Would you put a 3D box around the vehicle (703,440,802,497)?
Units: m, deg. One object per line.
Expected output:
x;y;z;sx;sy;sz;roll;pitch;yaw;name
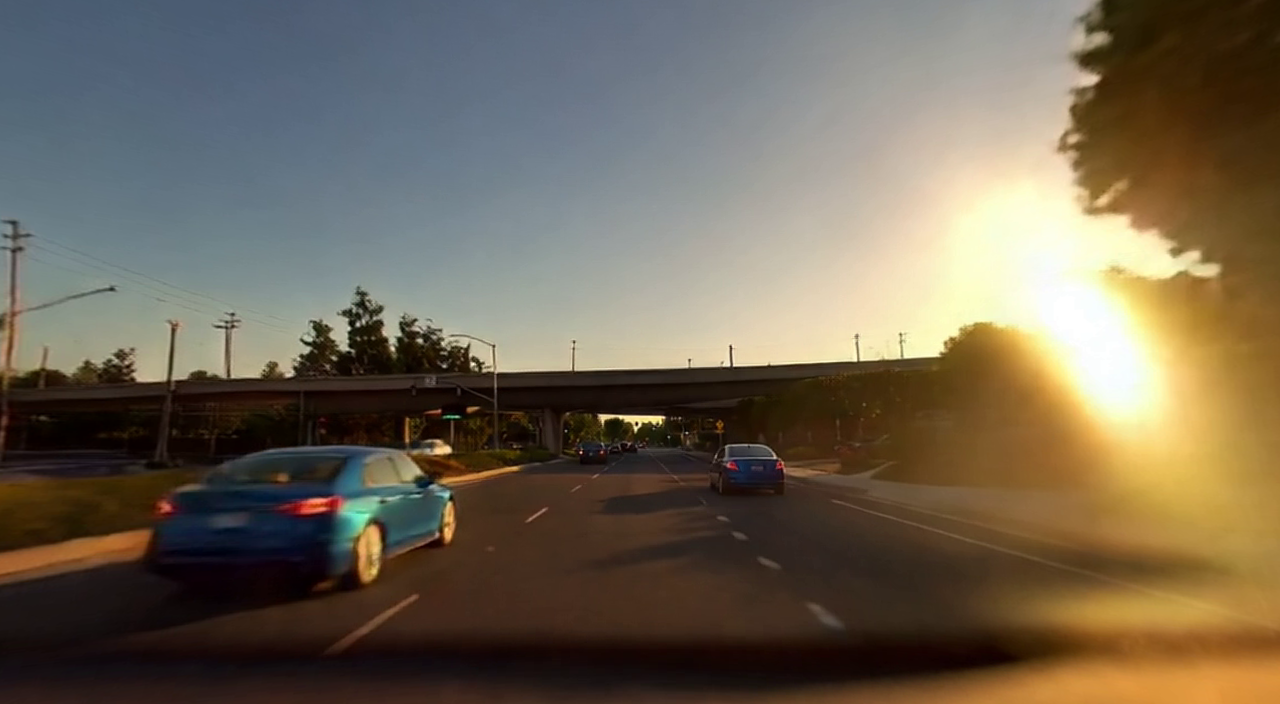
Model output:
3.227;3.426;19.067;2.068;1.497;4.247;0;-8;-2;vehicle

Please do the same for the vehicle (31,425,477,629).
-3.423;1.613;6.919;2.060;1.484;4.417;0;-8;1;vehicle
